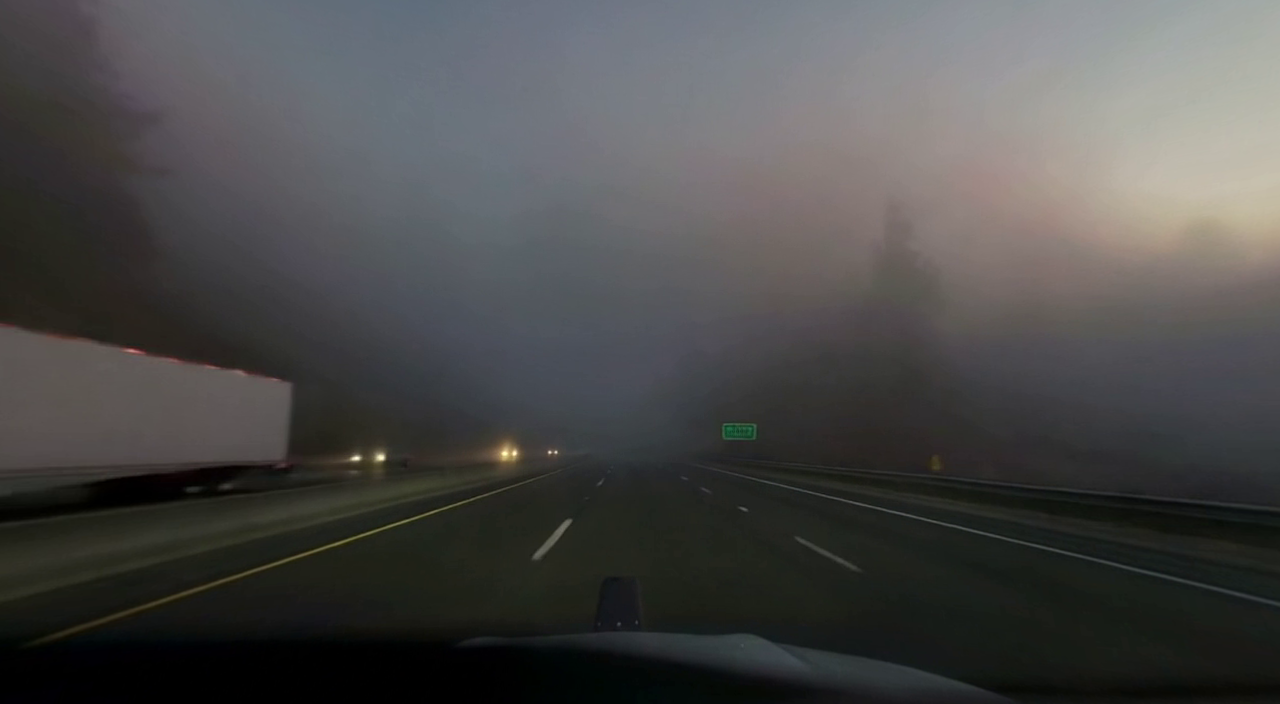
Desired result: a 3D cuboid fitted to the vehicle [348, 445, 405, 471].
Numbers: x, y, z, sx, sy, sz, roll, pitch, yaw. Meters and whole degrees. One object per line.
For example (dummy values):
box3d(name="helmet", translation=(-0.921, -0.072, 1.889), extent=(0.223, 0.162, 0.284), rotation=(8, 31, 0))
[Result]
box3d(name="vehicle", translation=(-16.742, 6.754, 40.153), extent=(1.958, 1.497, 4.022), rotation=(0, -9, 0))
